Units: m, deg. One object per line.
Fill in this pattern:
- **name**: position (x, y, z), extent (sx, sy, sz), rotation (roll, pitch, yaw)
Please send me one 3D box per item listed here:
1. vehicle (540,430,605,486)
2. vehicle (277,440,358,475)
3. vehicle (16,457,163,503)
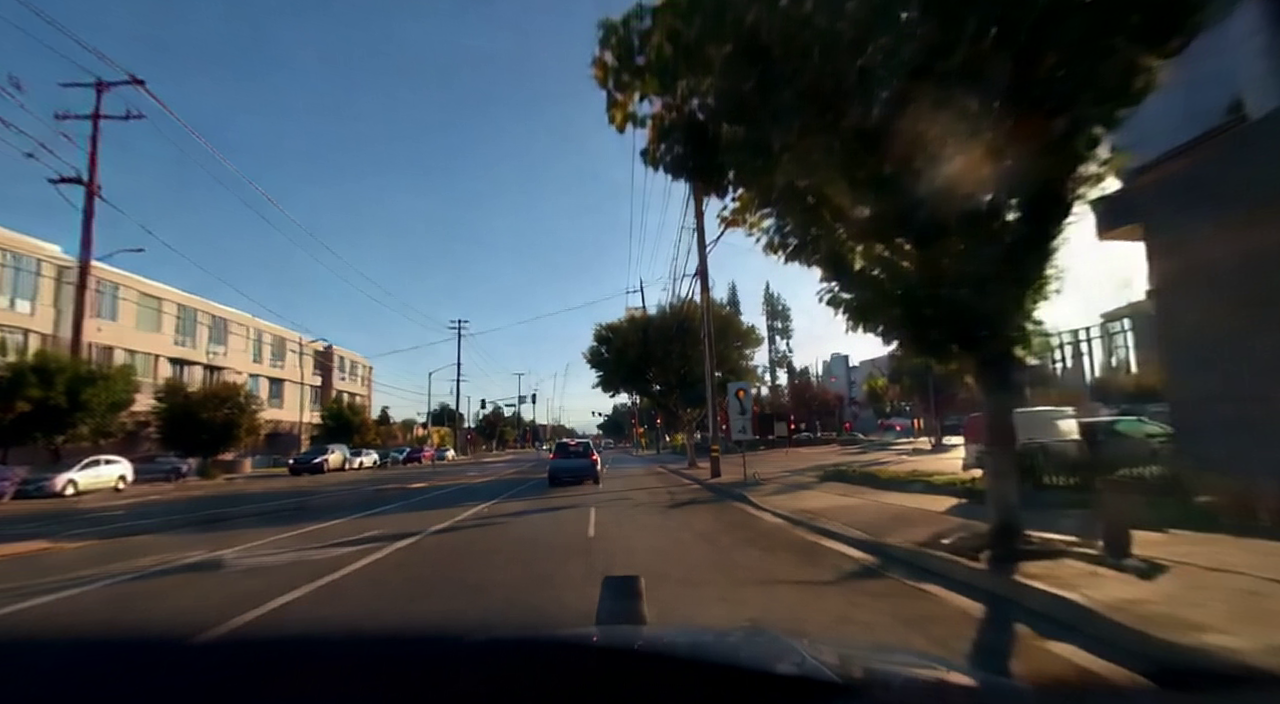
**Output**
- **vehicle**: position (-2.290, 3.710, 22.389), extent (2.022, 1.757, 4.041), rotation (0, -8, -3)
- **vehicle**: position (-21.590, 7.062, 42.664), extent (2.369, 2.159, 6.388), rotation (0, -8, -3)
- **vehicle**: position (-20.514, 4.751, 23.840), extent (1.786, 1.439, 4.312), rotation (0, -8, -3)
